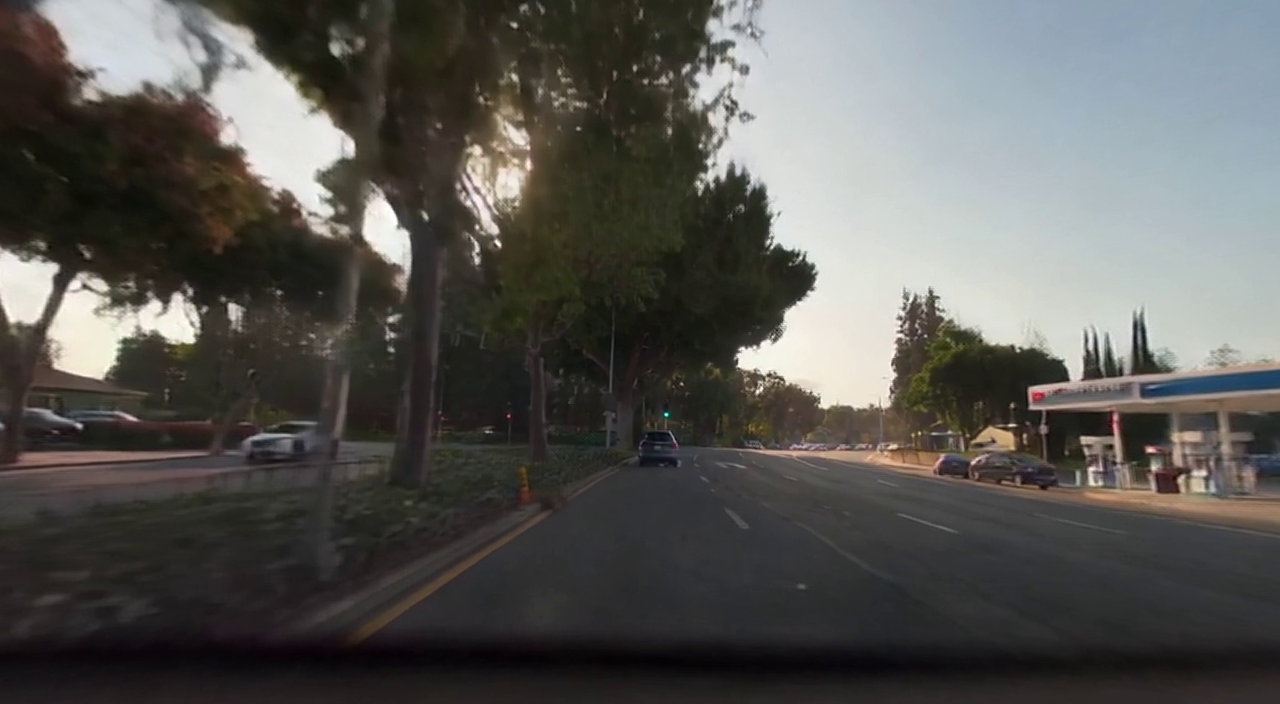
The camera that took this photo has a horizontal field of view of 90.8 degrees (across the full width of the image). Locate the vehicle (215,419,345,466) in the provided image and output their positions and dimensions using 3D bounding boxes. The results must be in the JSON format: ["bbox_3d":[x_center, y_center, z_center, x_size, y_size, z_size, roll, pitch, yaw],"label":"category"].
[{"bbox_3d":[-12.398,3.170,22.115,2.027,1.486,4.105,-1,-8,2],"label":"vehicle"}]

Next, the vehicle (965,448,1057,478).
[{"bbox_3d":[21.163,6.325,36.083,4.331,1.604,1.858,2,-9,-14],"label":"vehicle"}]

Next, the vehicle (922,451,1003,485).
[{"bbox_3d":[15.334,5.499,30.370,2.099,1.464,4.615,-2,-9,9],"label":"vehicle"}]

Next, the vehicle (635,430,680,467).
[{"bbox_3d":[0.883,4.785,31.368,2.055,1.655,4.204,-1,-8,2],"label":"vehicle"}]
